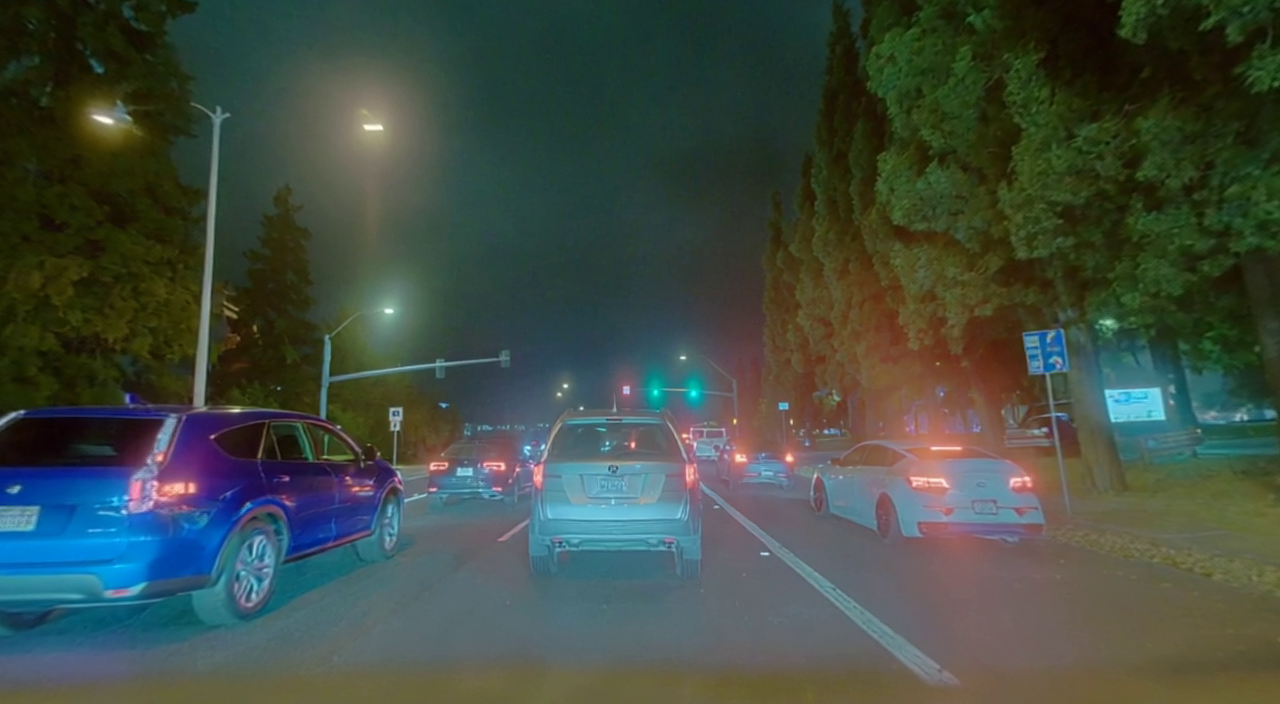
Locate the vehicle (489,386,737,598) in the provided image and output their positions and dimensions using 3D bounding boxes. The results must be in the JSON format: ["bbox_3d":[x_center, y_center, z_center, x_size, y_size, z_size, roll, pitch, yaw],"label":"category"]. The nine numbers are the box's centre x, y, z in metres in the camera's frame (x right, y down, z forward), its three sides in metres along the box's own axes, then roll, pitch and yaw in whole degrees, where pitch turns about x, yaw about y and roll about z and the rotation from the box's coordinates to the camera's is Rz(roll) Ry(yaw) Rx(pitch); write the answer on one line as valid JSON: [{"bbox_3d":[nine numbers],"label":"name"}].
[{"bbox_3d":[-0.224,1.535,7.758,2.132,1.816,4.471,0,-8,0],"label":"vehicle"}]

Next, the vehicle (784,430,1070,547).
[{"bbox_3d":[4.302,2.107,10.557,2.036,1.480,4.659,1,-9,-9],"label":"vehicle"}]

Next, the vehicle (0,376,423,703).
[{"bbox_3d":[-3.709,1.298,5.493,2.039,1.709,4.265,0,-8,1],"label":"vehicle"}]

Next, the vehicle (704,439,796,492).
[{"bbox_3d":[3.271,3.466,19.686,1.996,1.443,4.270,0,-8,-1],"label":"vehicle"}]

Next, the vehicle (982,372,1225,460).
[{"bbox_3d":[17.889,2.539,24.681,7.314,3.230,2.680,0,-8,-2],"label":"vehicle"}]
